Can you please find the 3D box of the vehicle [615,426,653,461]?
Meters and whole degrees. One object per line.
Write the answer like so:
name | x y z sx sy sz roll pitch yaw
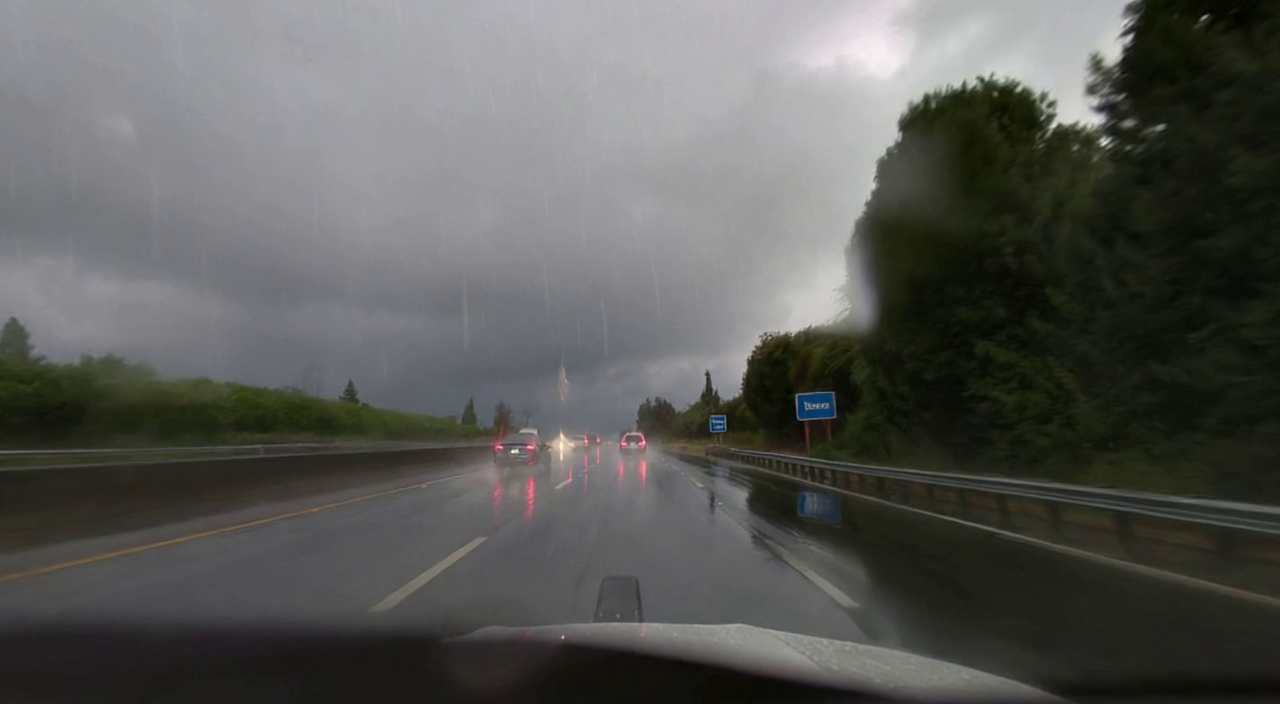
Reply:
vehicle | -0.372 5.613 38.678 2.223 1.957 4.416 0 -8 -1

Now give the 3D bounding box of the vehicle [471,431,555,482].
vehicle | -4.245 3.550 21.757 2.062 1.567 4.117 0 -8 0
